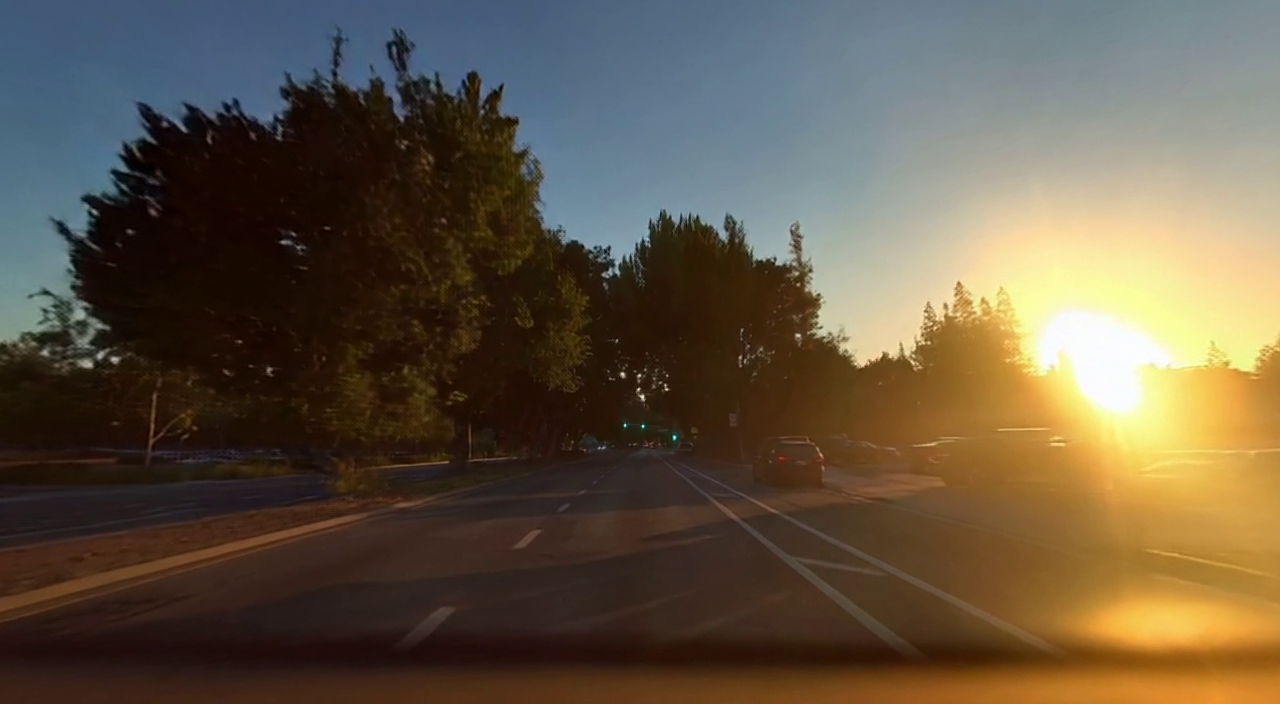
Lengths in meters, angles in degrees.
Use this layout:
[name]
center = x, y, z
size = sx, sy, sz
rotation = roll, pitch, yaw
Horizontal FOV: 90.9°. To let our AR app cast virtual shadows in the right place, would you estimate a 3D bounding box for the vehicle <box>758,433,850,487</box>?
[vehicle]
center = 5.617, 3.768, 22.271
size = 2.057, 1.688, 4.596
rotation = 0, -8, 1
